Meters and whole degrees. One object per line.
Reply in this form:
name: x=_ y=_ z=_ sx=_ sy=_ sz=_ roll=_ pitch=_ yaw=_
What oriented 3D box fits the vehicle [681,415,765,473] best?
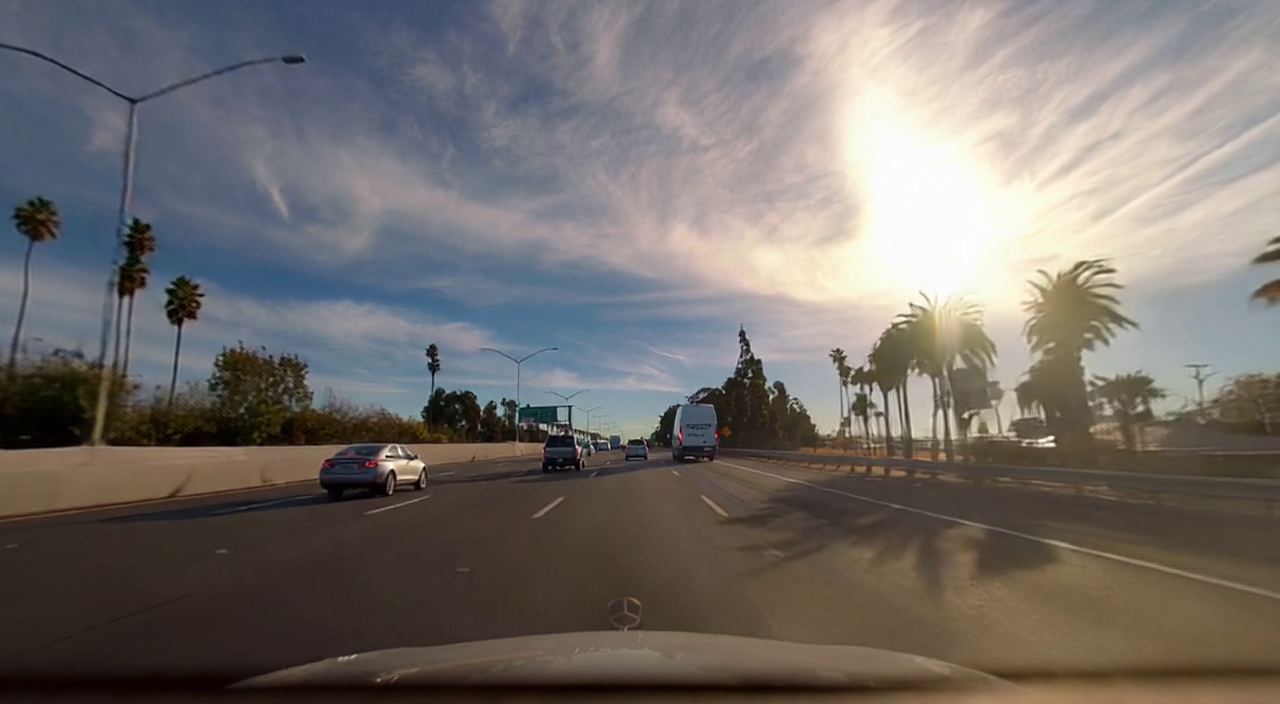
vehicle: x=4.256 y=5.319 z=36.169 sx=2.891 sy=2.596 sz=15.534 roll=0 pitch=-9 yaw=1

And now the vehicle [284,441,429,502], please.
vehicle: x=-7.731 y=3.297 z=17.772 sx=2.050 sy=1.487 sz=4.372 roll=0 pitch=-9 yaw=0

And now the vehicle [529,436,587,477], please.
vehicle: x=-3.606 y=4.670 z=28.289 sx=2.017 sy=1.683 sz=4.094 roll=0 pitch=-9 yaw=0

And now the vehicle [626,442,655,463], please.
vehicle: x=0.059 y=7.432 z=46.738 sx=2.085 sy=1.507 sz=4.096 roll=0 pitch=-9 yaw=0
